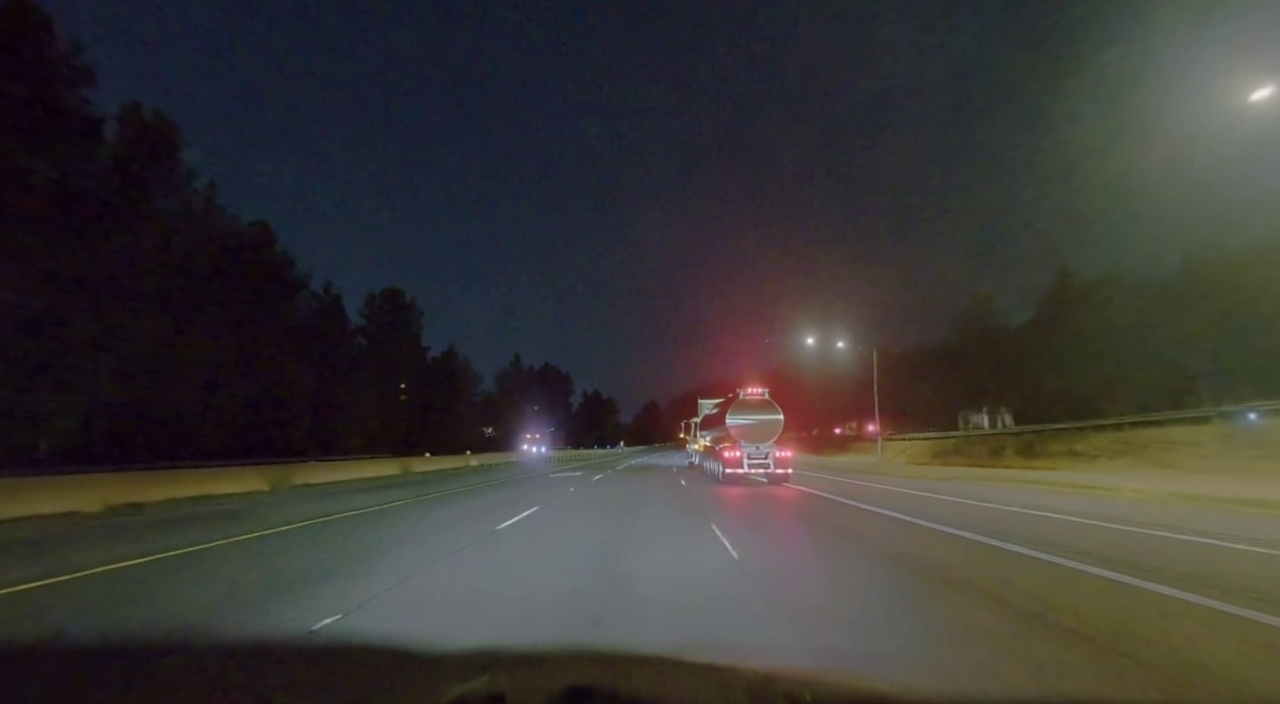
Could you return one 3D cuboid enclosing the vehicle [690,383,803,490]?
[{"bbox_3d":[4.151,3.914,28.591,2.880,3.624,14.397,0,-9,1],"label":"vehicle"}]
